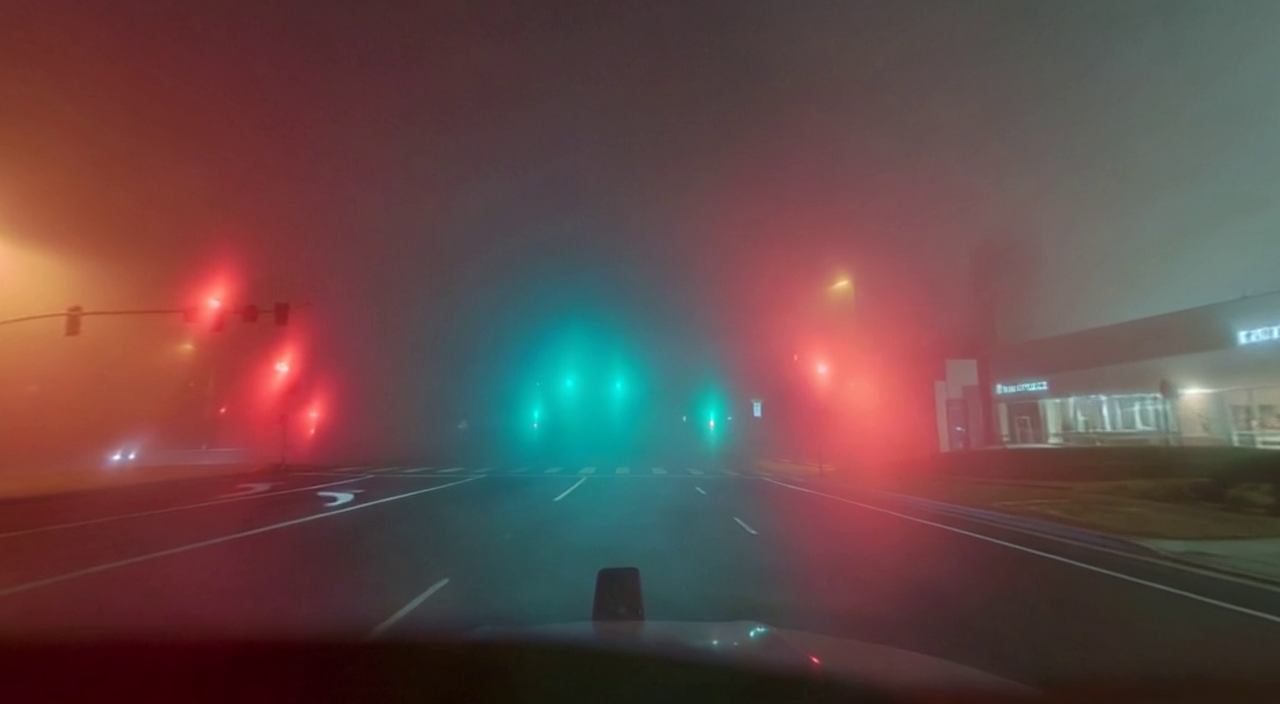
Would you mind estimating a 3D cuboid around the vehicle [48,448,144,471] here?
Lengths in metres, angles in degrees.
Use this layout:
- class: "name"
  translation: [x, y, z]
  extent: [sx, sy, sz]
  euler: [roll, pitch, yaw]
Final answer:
- class: "vehicle"
  translation: [-35.395, 6.987, 41.185]
  extent: [4.500, 1.465, 1.936]
  euler: [0, -8, 1]
